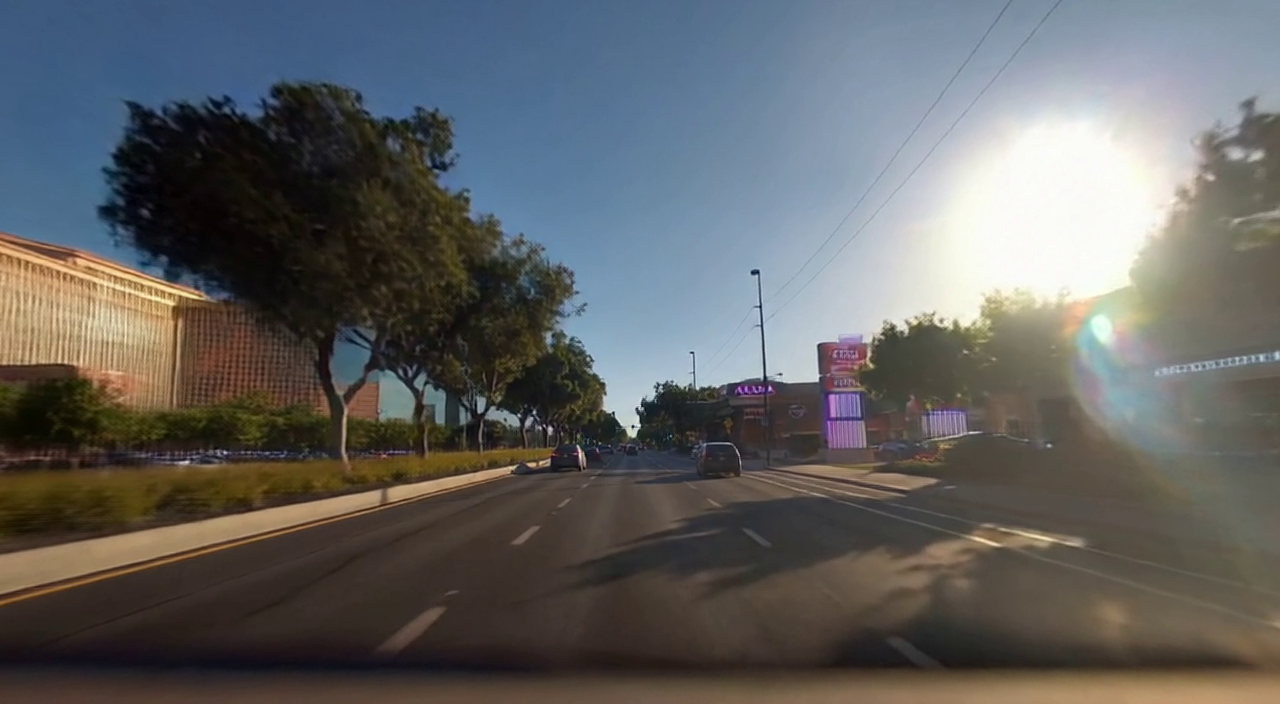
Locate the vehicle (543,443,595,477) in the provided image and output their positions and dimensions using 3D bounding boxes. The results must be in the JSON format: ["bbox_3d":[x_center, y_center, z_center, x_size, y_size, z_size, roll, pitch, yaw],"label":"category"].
[{"bbox_3d":[-3.316,5.098,30.066,2.005,1.477,4.169,0,-8,0],"label":"vehicle"}]

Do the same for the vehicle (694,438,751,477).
[{"bbox_3d":[3.967,5.154,30.949,2.083,1.743,4.354,0,-8,-2],"label":"vehicle"}]
